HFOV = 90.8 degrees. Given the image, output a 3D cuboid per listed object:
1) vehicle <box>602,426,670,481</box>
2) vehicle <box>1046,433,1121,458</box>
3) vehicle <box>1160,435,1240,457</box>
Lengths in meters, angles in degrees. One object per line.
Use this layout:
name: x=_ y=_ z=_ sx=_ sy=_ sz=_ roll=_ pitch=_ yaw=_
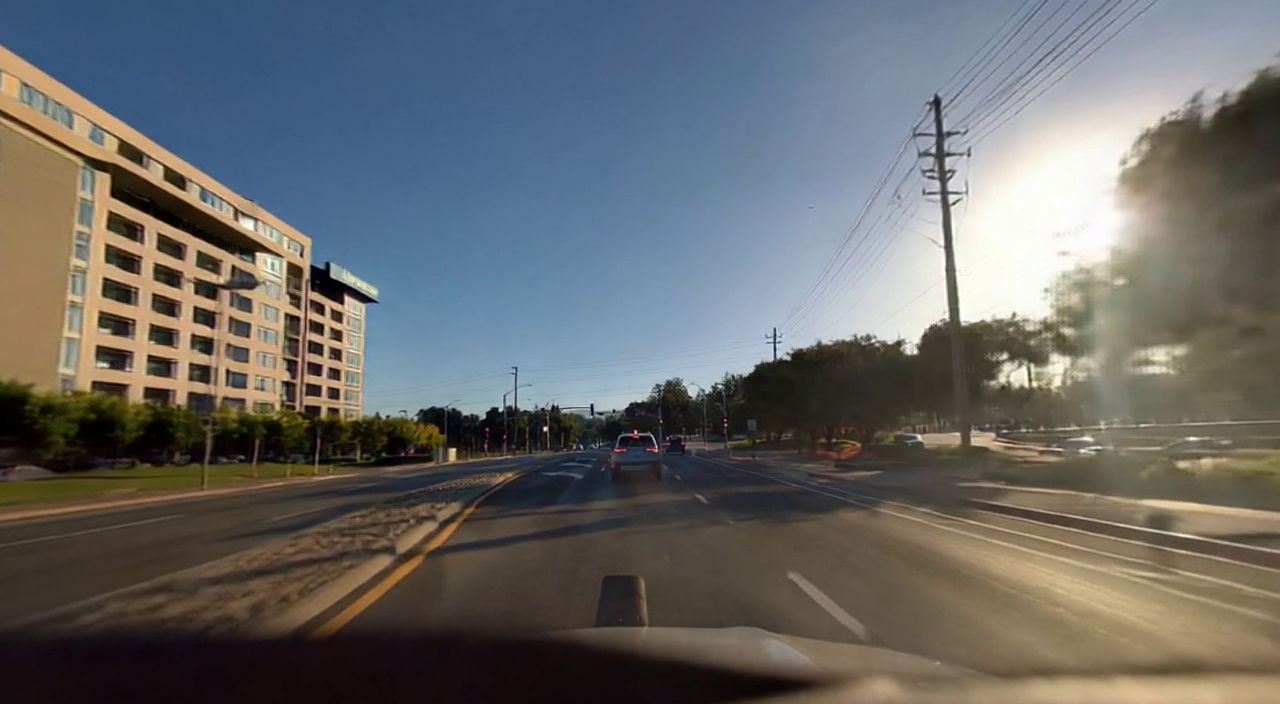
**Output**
vehicle: x=-0.134 y=3.613 z=22.684 sx=2.189 sy=1.776 sz=4.342 roll=0 pitch=-9 yaw=0
vehicle: x=32.367 y=6.842 z=46.323 sx=1.961 sy=1.745 sz=4.981 roll=0 pitch=-9 yaw=1
vehicle: x=41.898 y=7.009 z=47.400 sx=1.837 sy=1.455 sz=4.531 roll=-2 pitch=-8 yaw=1
